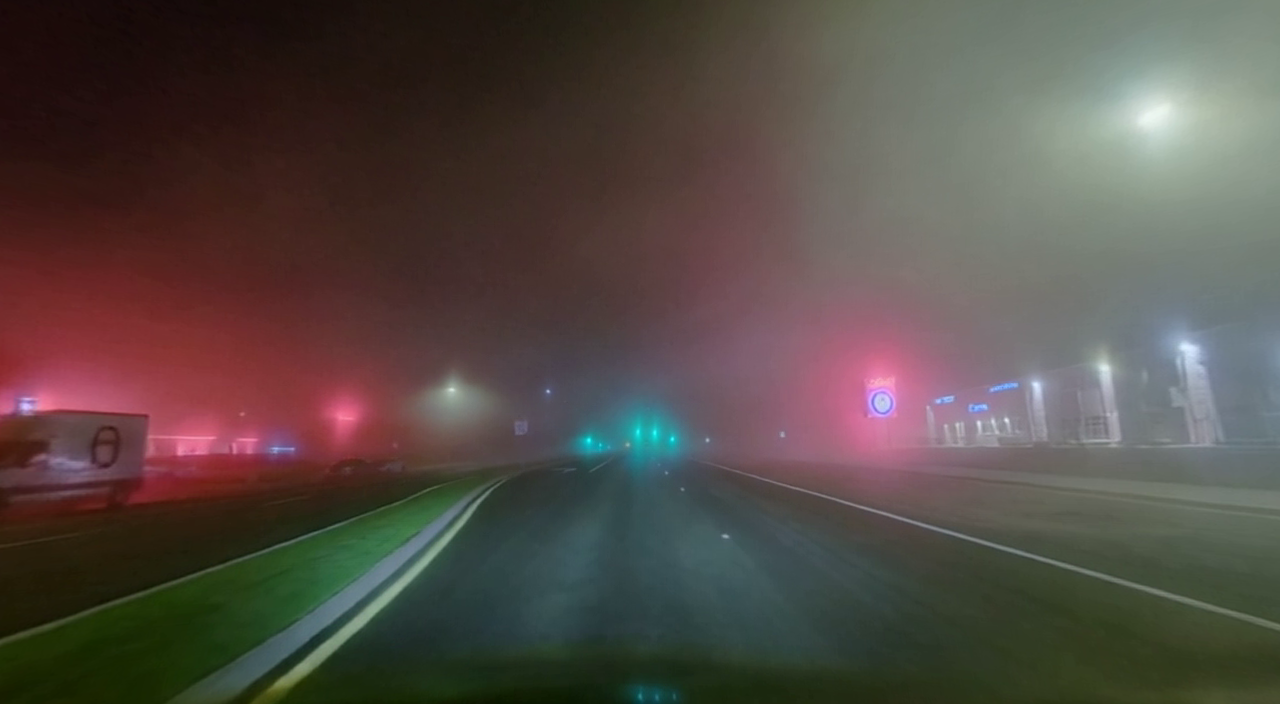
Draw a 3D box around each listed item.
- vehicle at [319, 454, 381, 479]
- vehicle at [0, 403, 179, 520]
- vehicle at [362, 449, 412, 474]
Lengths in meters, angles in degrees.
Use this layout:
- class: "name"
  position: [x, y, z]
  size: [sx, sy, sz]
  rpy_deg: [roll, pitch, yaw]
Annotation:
- class: "vehicle"
  position: [-19.194, 7.549, 42.035]
  size: [1.925, 1.485, 4.821]
  rpy_deg: [0, -9, -1]
- class: "vehicle"
  position: [-19.270, 3.549, 20.809]
  size: [2.834, 3.225, 6.752]
  rpy_deg: [-1, -9, 2]
- class: "vehicle"
  position: [-19.297, 8.342, 48.400]
  size: [1.976, 1.766, 4.677]
  rpy_deg: [0, -9, -1]
